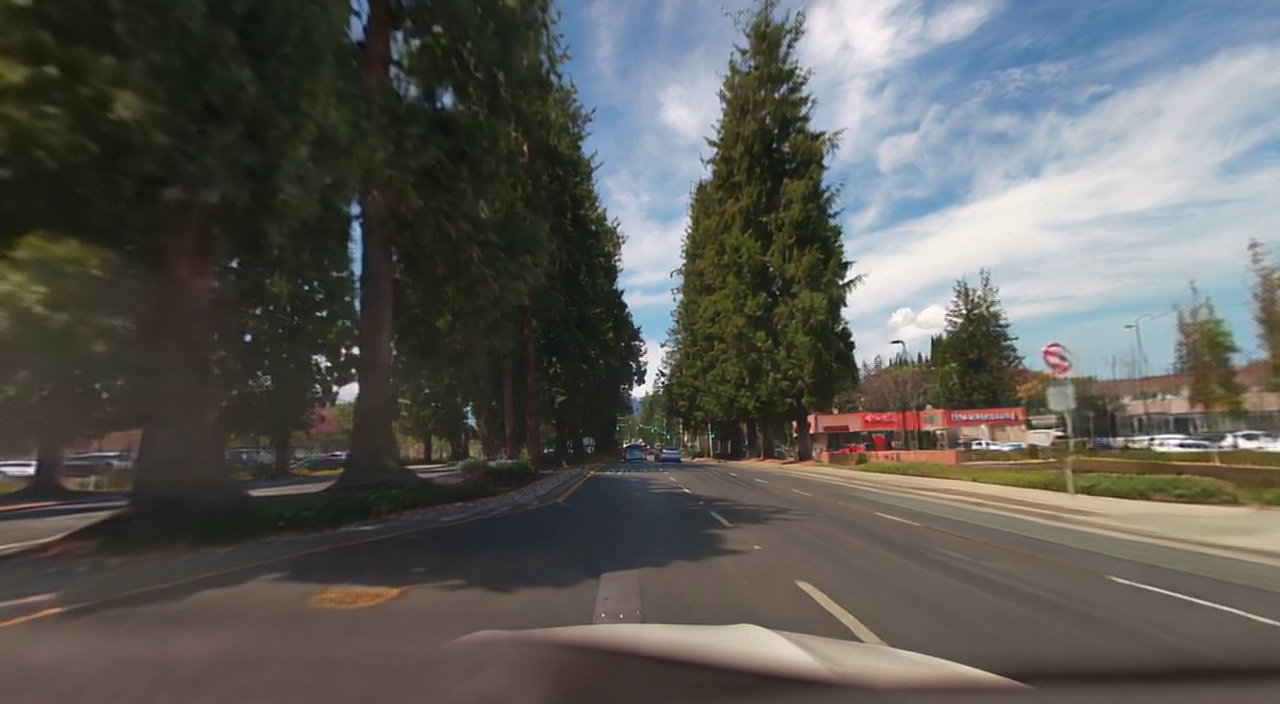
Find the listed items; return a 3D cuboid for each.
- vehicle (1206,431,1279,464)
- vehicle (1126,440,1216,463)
[{"bbox_3d":[34.772,5.239,34.863,2.094,1.741,4.669,4,-8,-29],"label":"vehicle"},{"bbox_3d":[40.351,7.525,48.138,1.962,1.620,4.755,5,-9,-29],"label":"vehicle"}]
